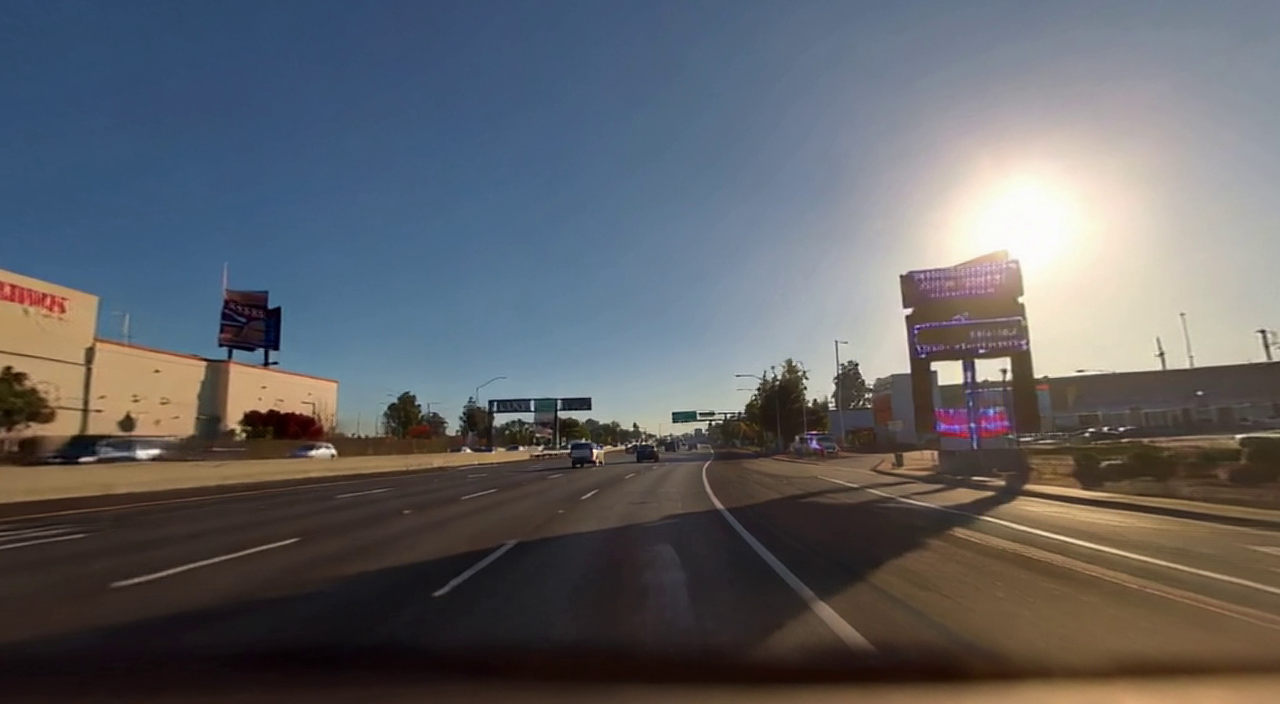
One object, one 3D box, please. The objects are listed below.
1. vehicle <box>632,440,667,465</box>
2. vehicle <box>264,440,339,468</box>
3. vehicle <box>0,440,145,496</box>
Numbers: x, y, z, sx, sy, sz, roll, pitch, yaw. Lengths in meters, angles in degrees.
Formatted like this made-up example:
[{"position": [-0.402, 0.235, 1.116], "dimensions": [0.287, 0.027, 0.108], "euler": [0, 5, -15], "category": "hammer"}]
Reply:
[{"position": [0.760, 7.504, 47.326], "dimensions": [2.139, 1.782, 4.079], "euler": [-1, -8, 7], "category": "vehicle"}, {"position": [-22.086, 6.652, 41.442], "dimensions": [2.090, 1.720, 4.470], "euler": [-1, -8, 7], "category": "vehicle"}, {"position": [-17.966, 3.431, 19.092], "dimensions": [1.941, 1.475, 4.722], "euler": [-1, -8, 4], "category": "vehicle"}]
